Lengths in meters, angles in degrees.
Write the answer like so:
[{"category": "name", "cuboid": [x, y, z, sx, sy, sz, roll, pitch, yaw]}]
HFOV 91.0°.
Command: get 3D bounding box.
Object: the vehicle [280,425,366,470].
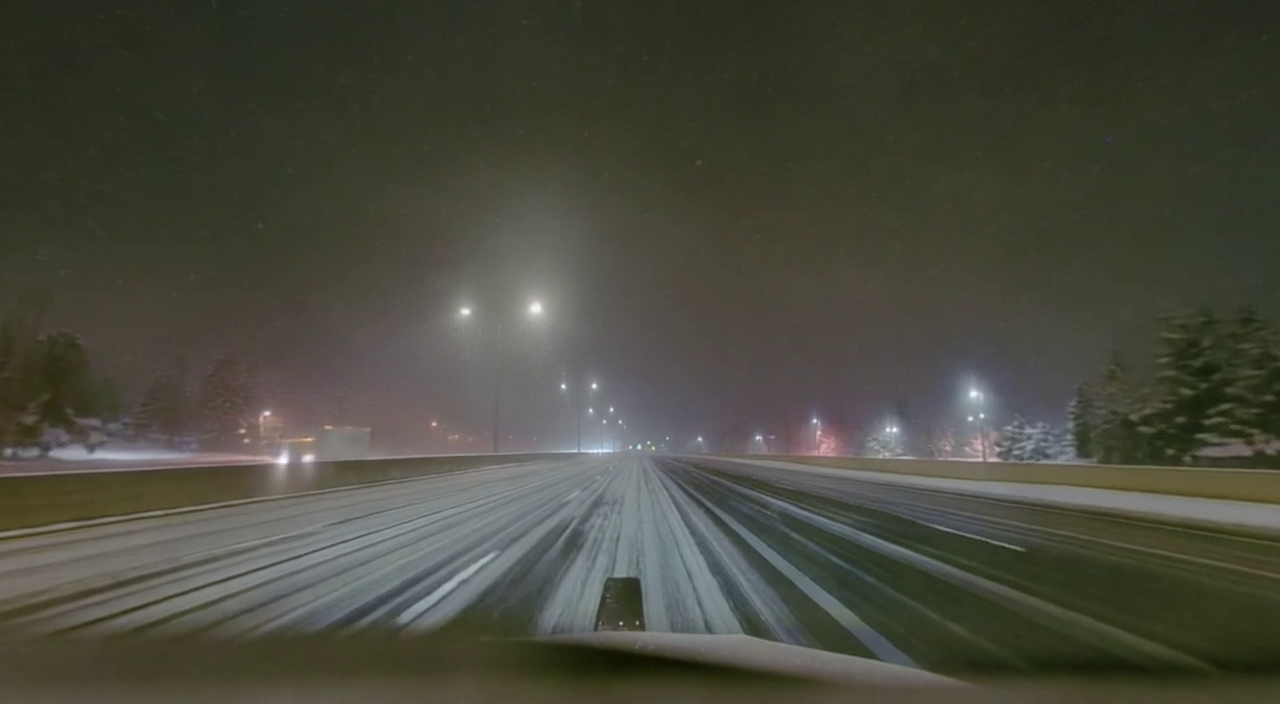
[{"category": "vehicle", "cuboid": [-24.867, 7.606, 49.932, 2.780, 3.238, 7.530, 0, -9, 1]}]
